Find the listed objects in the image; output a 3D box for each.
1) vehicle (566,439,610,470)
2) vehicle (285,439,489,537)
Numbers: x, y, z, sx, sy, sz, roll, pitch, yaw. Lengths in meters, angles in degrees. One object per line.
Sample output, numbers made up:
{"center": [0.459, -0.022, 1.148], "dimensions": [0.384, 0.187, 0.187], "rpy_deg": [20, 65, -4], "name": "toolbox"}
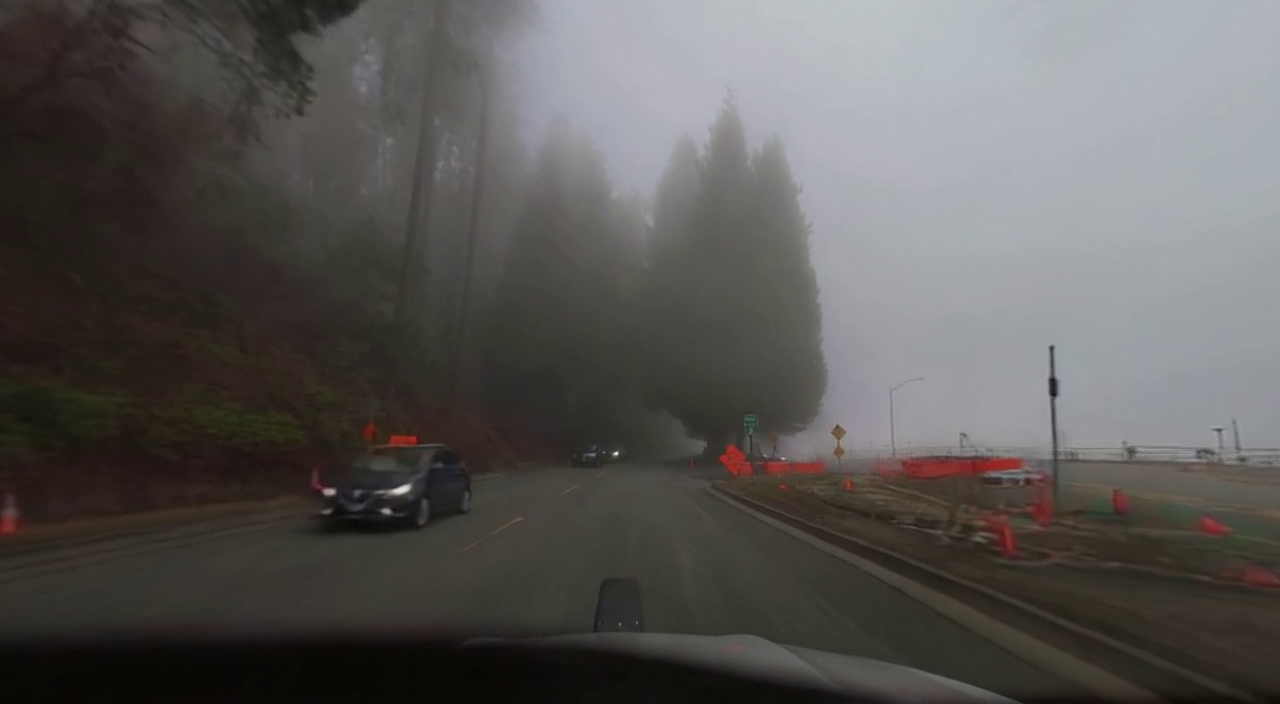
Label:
{"center": [-3.411, 6.877, 42.424], "dimensions": [2.119, 1.935, 4.881], "rpy_deg": [-1, -9, 5], "name": "vehicle"}
{"center": [-4.408, 2.428, 11.875], "dimensions": [1.964, 1.481, 4.199], "rpy_deg": [-1, -9, 2], "name": "vehicle"}
